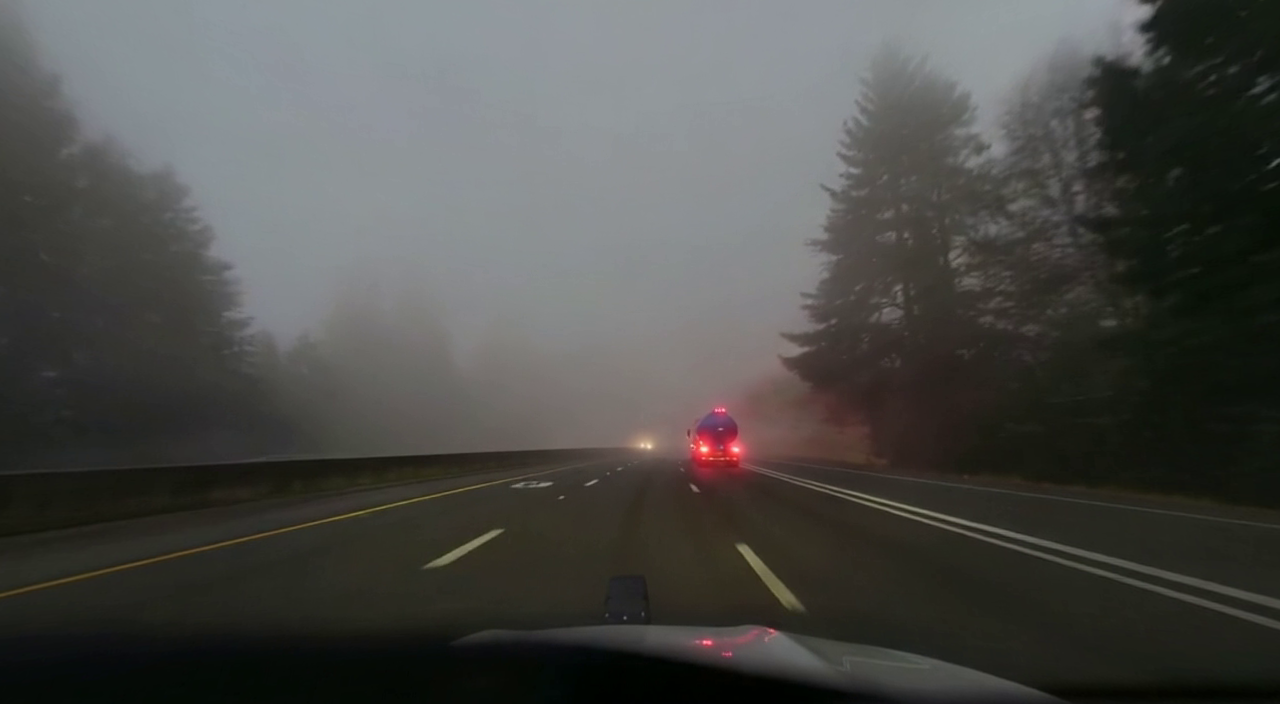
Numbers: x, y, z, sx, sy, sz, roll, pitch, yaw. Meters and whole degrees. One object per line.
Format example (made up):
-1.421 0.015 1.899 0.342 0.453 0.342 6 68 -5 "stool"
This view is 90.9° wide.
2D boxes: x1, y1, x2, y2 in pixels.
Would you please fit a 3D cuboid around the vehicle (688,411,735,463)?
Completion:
5.370 6.611 48.879 3.034 3.651 8.256 -1 -9 3 "vehicle"
